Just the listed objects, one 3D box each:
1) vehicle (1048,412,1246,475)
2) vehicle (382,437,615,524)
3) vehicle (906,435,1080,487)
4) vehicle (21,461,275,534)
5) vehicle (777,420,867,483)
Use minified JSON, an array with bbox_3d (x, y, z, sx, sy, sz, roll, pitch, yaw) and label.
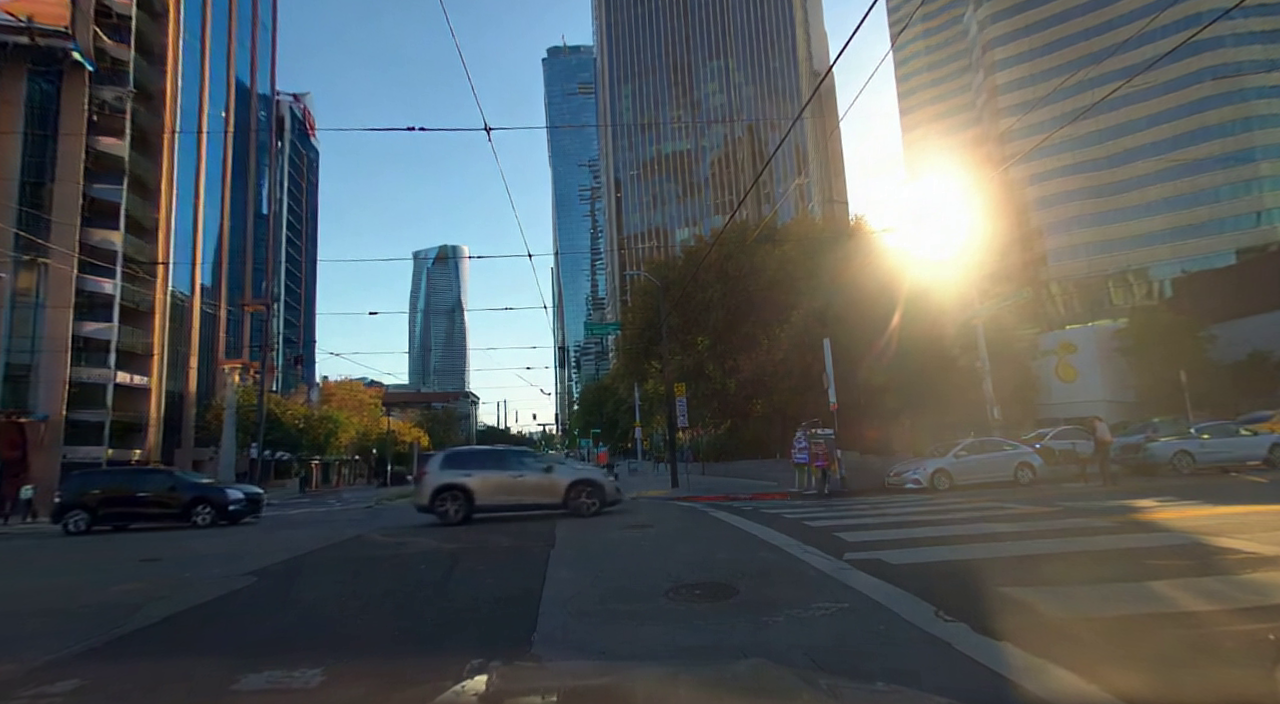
[{"bbox_3d":[16.753,3.044,21.064,4.944,1.946,1.952,0,-8,-3],"label":"vehicle"},{"bbox_3d":[-2.932,2.779,13.914,4.629,1.696,2.098,1,-11,-7],"label":"vehicle"},{"bbox_3d":[11.388,3.518,20.546,4.697,1.510,1.596,0,-9,-4],"label":"vehicle"},{"bbox_3d":[-12.183,3.609,15.951,4.637,1.624,1.927,0,-9,-4],"label":"vehicle"},{"bbox_3d":[7.513,4.102,26.624,2.316,2.425,4.466,1,-7,-2],"label":"vehicle"}]
